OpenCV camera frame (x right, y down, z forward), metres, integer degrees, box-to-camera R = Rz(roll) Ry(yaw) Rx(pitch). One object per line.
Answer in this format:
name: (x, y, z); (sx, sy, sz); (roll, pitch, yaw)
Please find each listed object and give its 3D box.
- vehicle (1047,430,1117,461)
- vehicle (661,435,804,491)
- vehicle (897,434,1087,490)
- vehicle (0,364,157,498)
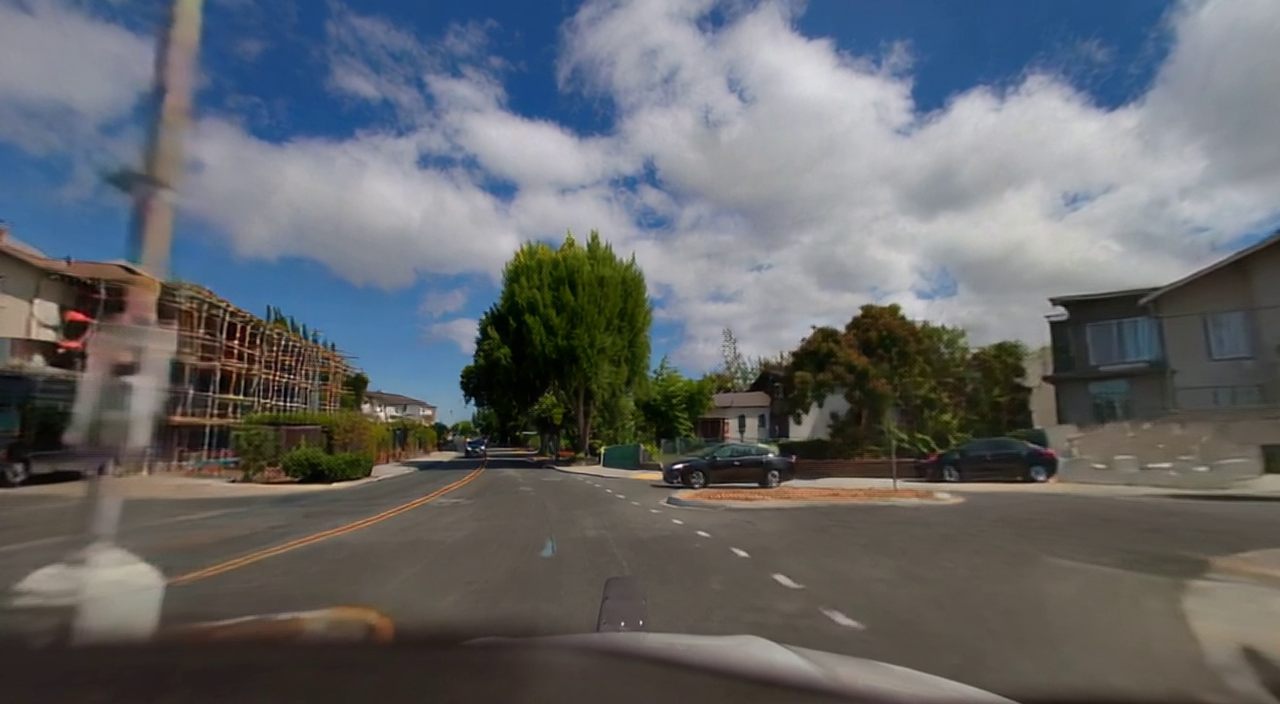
vehicle: (22.607, 4.814, 32.390); (1.825, 1.482, 4.073); (-3, -10, 20)
vehicle: (2.643, 3.256, 18.635); (3.772, 1.531, 1.949); (1, -9, -6)
vehicle: (10.312, 3.278, 18.803); (4.378, 1.543, 2.080); (-1, -9, 4)
vehicle: (-18.422, 2.396, 19.722); (2.438, 3.594, 5.582); (2, -7, -7)
